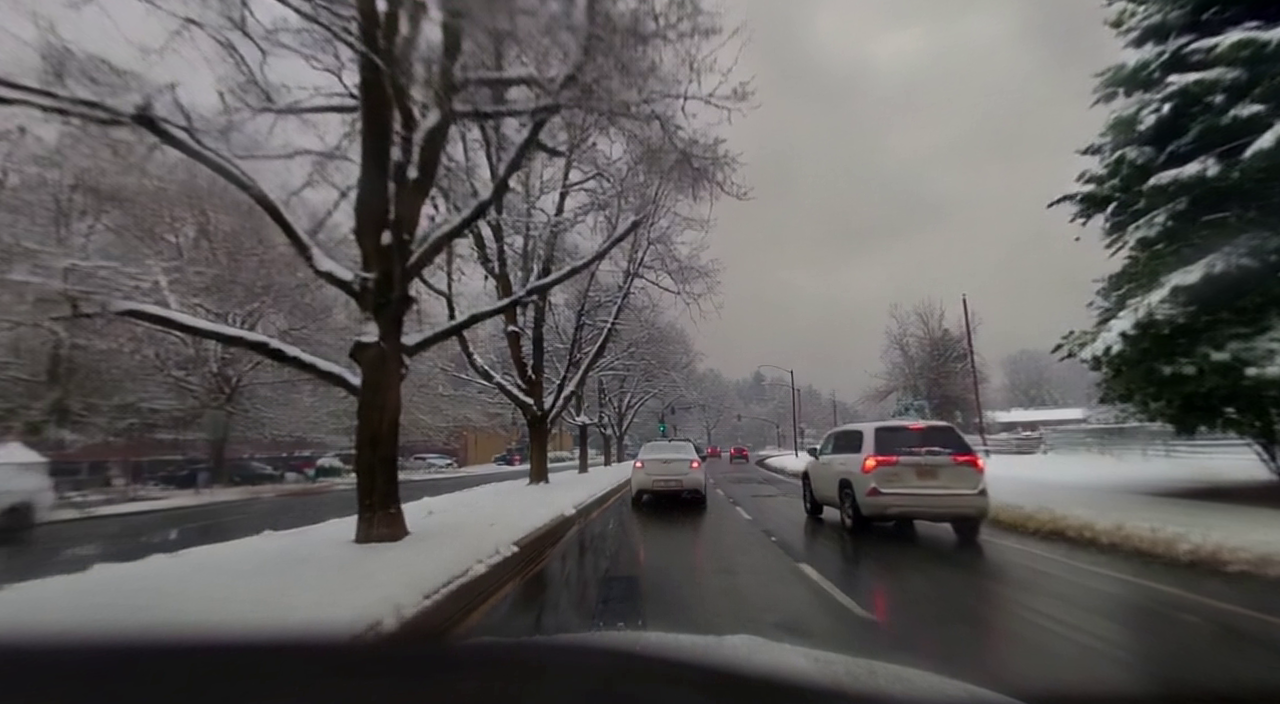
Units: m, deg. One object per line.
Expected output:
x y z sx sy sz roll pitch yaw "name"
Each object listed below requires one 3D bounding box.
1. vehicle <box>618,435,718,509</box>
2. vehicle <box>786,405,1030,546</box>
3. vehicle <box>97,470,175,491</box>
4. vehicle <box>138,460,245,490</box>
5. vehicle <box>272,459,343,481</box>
0.717 2.899 15.735 2.154 1.585 3.997 -1 -8 3 "vehicle"
4.119 1.996 10.960 1.953 1.818 5.299 -1 -8 1 "vehicle"
-38.509 9.819 48.224 4.412 1.435 1.926 -1 -8 5 "vehicle"
-26.747 7.330 37.695 4.951 1.618 1.952 -1 -8 4 "vehicle"
-25.472 9.029 48.351 4.434 1.582 1.946 -2 -8 11 "vehicle"
